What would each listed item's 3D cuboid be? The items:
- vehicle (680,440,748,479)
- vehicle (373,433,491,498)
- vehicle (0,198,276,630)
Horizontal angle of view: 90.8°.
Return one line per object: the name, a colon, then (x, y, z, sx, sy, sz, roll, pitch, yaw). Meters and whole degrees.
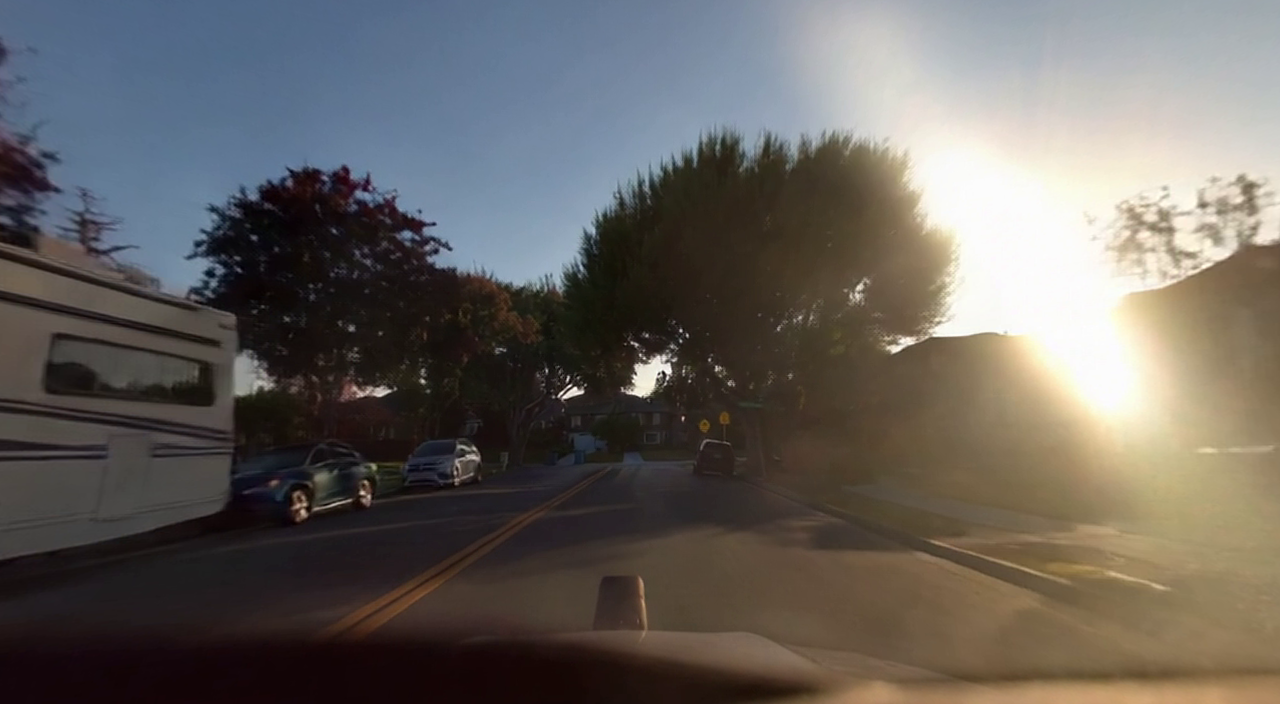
vehicle: (2.990, 4.464, 26.535, 2.167, 1.479, 4.597, 0, -8, -1)
vehicle: (-6.926, 3.821, 21.856, 2.225, 1.817, 5.731, -3, -8, -1)
vehicle: (-6.788, 0.180, 2.932, 3.103, 3.479, 11.801, -1, -9, 1)
